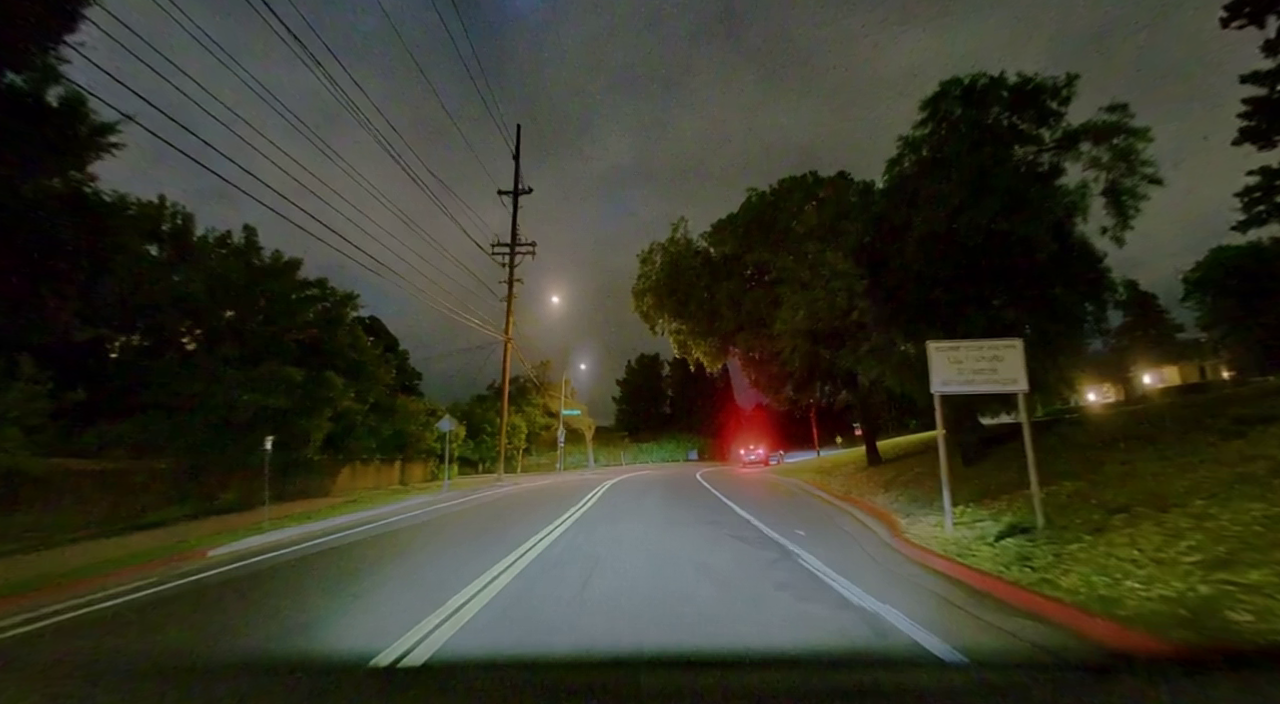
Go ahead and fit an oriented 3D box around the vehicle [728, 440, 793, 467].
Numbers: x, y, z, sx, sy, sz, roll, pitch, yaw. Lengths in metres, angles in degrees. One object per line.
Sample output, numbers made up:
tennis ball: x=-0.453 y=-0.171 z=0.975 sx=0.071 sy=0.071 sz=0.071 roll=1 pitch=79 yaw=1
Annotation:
vehicle: x=8.218 y=6.863 z=42.820 sx=2.176 sy=1.732 sz=4.810 roll=-7 pitch=-11 yaw=41
